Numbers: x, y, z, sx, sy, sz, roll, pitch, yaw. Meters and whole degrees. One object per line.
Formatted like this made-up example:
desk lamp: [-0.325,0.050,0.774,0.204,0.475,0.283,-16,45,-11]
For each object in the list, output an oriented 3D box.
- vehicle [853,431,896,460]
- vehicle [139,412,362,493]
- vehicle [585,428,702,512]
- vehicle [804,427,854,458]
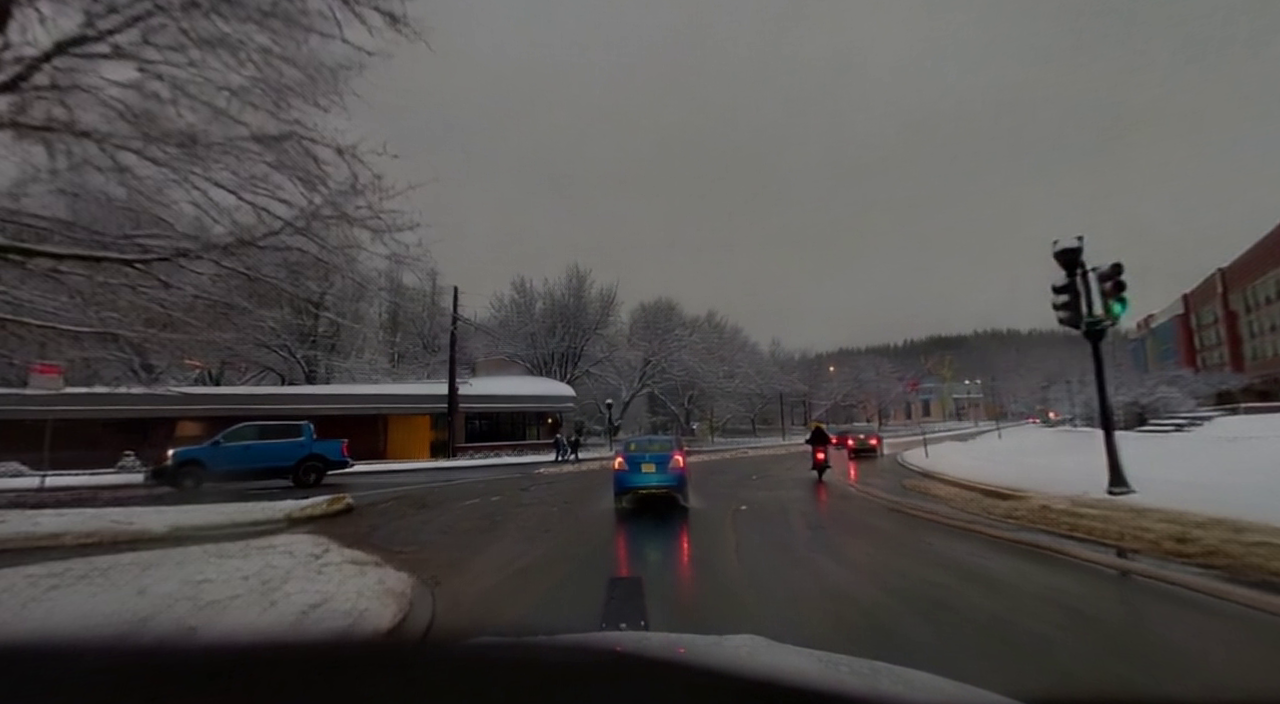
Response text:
vehicle: [13.603,5.419,36.476,1.822,1.555,3.574,-5,-9,27]
vehicle: [-15.209,3.975,25.333,2.287,2.780,7.166,-6,-10,32]
vehicle: [0.133,2.428,13.405,2.118,1.480,3.949,-1,-8,2]
vehicle: [12.047,5.754,39.886,2.212,1.790,4.768,-4,-9,25]
